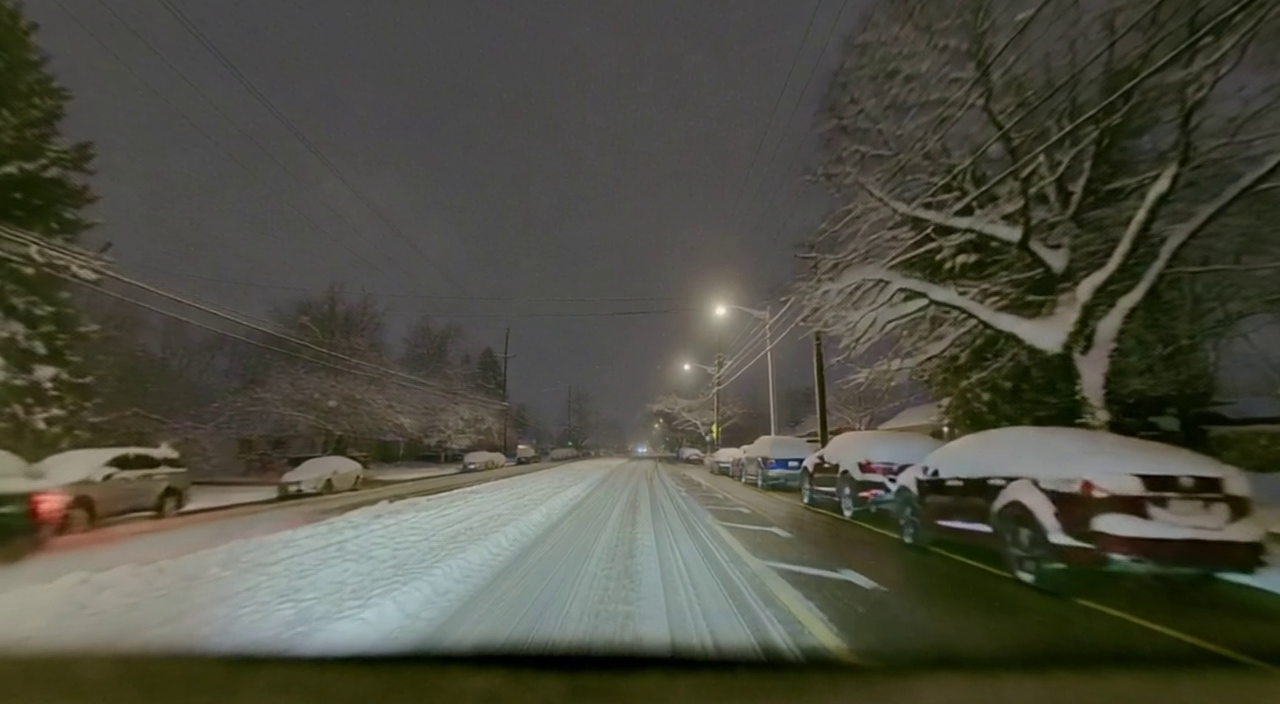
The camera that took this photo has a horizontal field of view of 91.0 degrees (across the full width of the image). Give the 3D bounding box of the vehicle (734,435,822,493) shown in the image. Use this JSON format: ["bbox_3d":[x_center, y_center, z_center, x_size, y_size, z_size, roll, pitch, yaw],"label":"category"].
[{"bbox_3d":[5.003,4.117,23.570,2.123,1.928,4.752,0,-8,-1],"label":"vehicle"}]

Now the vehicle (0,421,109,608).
[{"bbox_3d":[-6.861,1.334,4.699,1.957,1.700,4.318,0,-8,0],"label":"vehicle"}]

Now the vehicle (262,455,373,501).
[{"bbox_3d":[-12.150,4.744,24.096,1.865,1.479,4.325,0,-8,2],"label":"vehicle"}]

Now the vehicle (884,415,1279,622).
[{"bbox_3d":[4.955,1.775,7.790,1.962,1.748,4.659,0,-8,0],"label":"vehicle"}]
